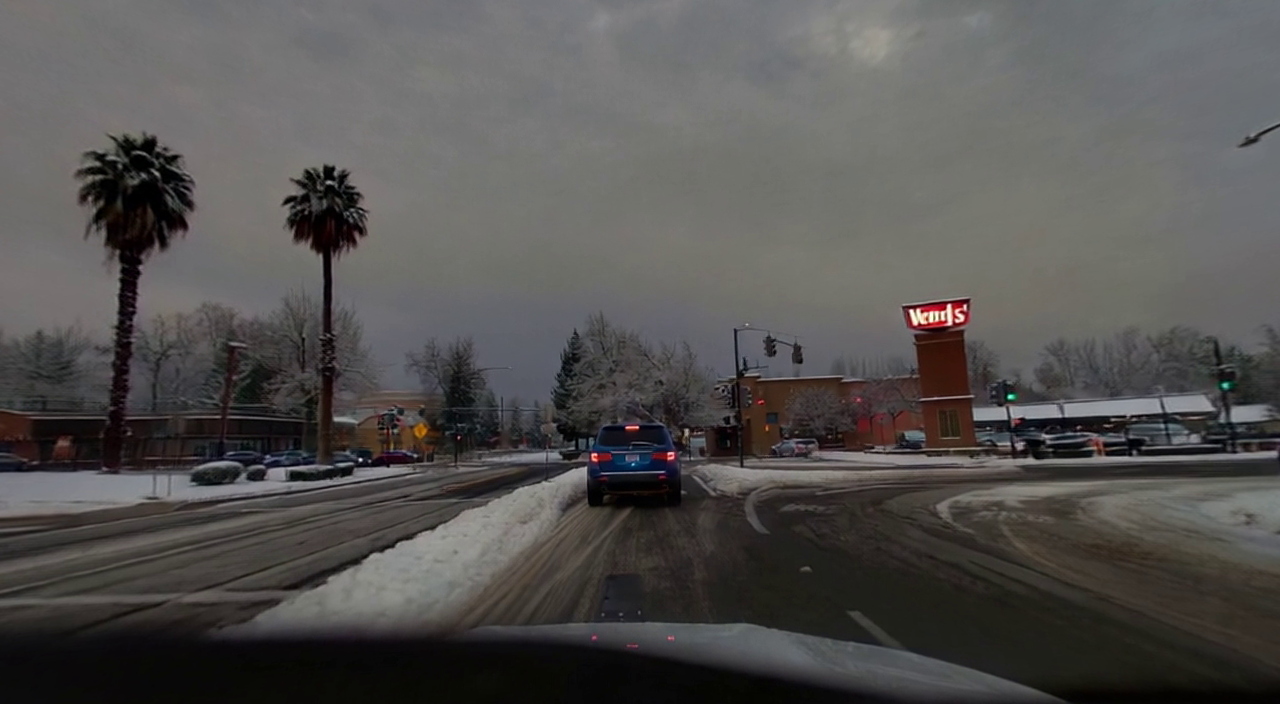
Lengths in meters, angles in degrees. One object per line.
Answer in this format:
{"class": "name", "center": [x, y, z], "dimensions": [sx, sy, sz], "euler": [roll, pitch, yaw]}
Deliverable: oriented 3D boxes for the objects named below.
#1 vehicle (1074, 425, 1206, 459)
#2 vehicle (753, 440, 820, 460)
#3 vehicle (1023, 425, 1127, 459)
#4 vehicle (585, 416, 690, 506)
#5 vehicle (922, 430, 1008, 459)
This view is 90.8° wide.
{"class": "vehicle", "center": [29.103, 5.293, 37.109], "dimensions": [5.809, 1.839, 1.957], "euler": [-6, -10, 34]}
{"class": "vehicle", "center": [11.275, 7.567, 48.904], "dimensions": [4.665, 1.467, 1.833], "euler": [-6, -10, 34]}
{"class": "vehicle", "center": [24.703, 5.140, 36.047], "dimensions": [4.641, 1.778, 1.958], "euler": [-6, -10, 33]}
{"class": "vehicle", "center": [-0.004, 2.709, 16.036], "dimensions": [2.263, 1.932, 4.709], "euler": [0, -8, 1]}
{"class": "vehicle", "center": [21.691, 6.187, 42.249], "dimensions": [4.852, 1.847, 1.983], "euler": [-6, -10, 33]}
